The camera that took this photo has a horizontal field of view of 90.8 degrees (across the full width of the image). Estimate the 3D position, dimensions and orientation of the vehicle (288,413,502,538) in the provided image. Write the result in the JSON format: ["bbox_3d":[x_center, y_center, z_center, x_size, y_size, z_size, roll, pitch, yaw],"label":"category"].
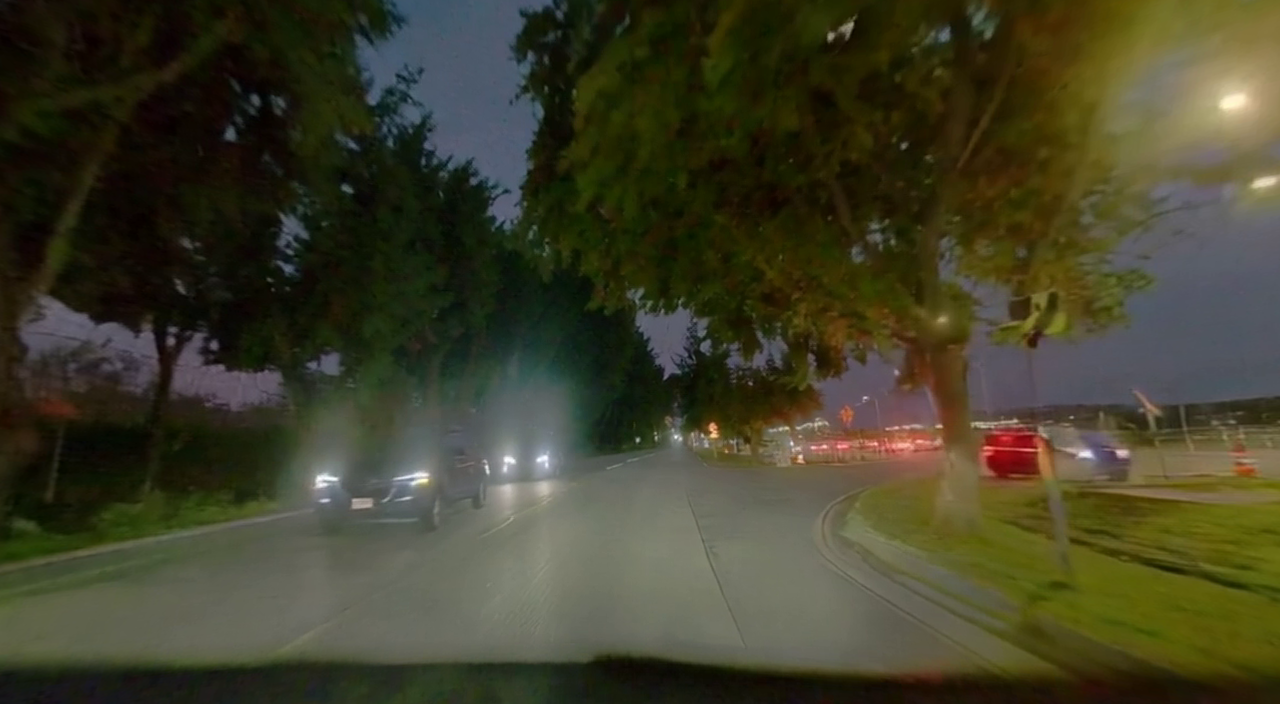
[{"bbox_3d":[-4.412,2.313,12.483,2.119,1.935,4.881,-1,-8,2],"label":"vehicle"}]

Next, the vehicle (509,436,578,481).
[{"bbox_3d":[-4.095,4.618,27.743,2.033,1.765,4.698,-1,-8,4],"label":"vehicle"}]
